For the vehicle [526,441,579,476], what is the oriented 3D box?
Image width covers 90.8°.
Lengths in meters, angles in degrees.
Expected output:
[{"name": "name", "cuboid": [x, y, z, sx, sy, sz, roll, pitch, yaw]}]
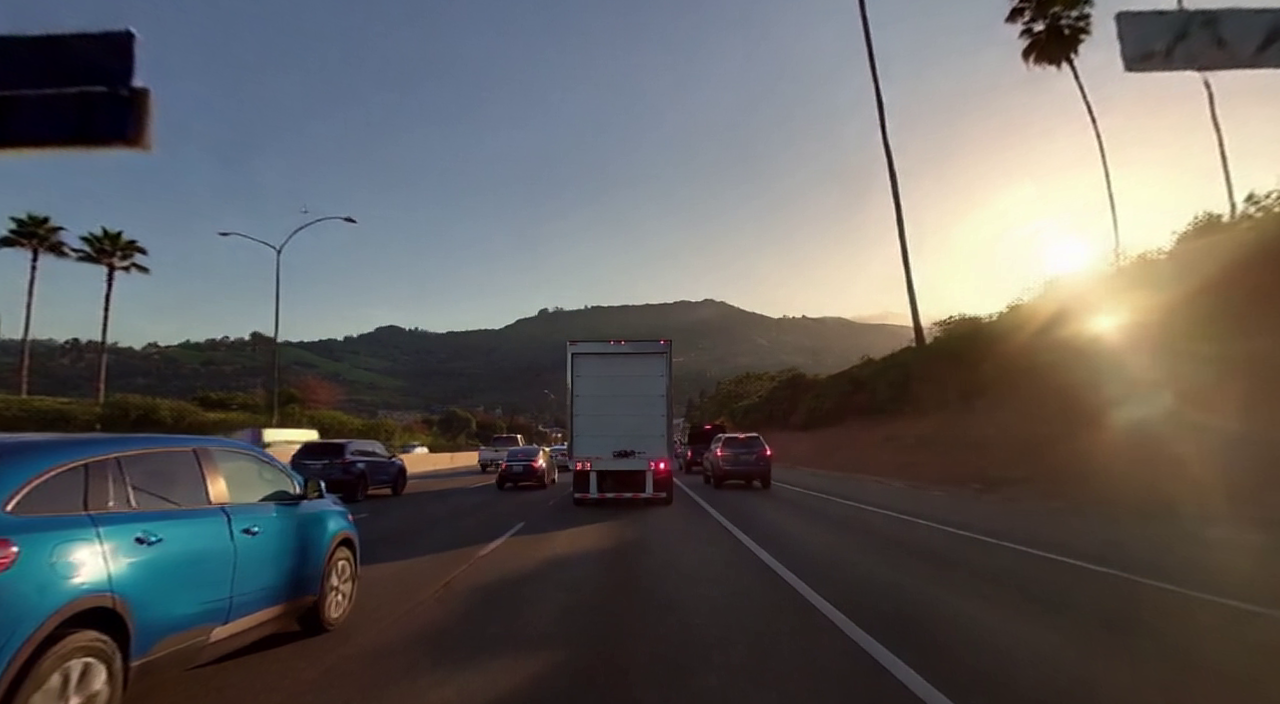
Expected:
[{"name": "vehicle", "cuboid": [-3.955, 4.883, 29.265, 1.874, 1.475, 4.328, 0, -9, -1]}]

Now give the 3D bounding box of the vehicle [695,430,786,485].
[{"name": "vehicle", "cuboid": [2.876, 3.152, 19.102, 1.859, 1.416, 4.695, 0, -9, -2]}]

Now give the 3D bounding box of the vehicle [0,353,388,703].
[{"name": "vehicle", "cuboid": [-3.240, 1.069, 3.694, 1.885, 1.654, 4.103, 0, -9, -1]}]

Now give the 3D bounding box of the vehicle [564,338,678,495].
[{"name": "vehicle", "cuboid": [-0.455, 2.460, 21.689, 2.906, 4.040, 10.743, 0, -9, 0]}]

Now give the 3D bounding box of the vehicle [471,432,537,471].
[{"name": "vehicle", "cuboid": [-7.360, 5.463, 34.855, 2.344, 1.954, 5.579, 0, -9, 1]}]
